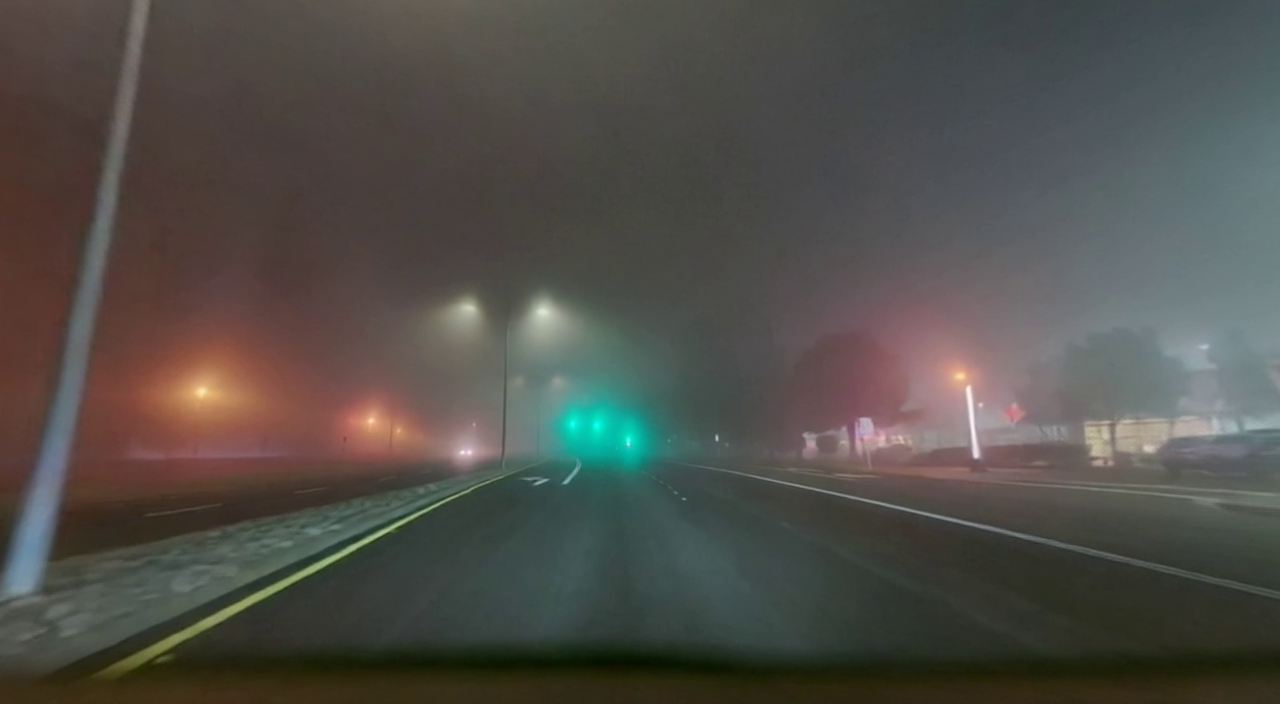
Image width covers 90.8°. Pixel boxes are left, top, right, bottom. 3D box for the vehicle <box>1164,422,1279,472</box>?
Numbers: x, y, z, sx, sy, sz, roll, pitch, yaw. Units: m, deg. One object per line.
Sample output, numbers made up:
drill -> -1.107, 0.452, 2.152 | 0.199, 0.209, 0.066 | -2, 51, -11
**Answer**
vehicle -> 22.458, 3.685, 24.601 | 1.969, 1.732, 4.610 | -3, -9, 25
